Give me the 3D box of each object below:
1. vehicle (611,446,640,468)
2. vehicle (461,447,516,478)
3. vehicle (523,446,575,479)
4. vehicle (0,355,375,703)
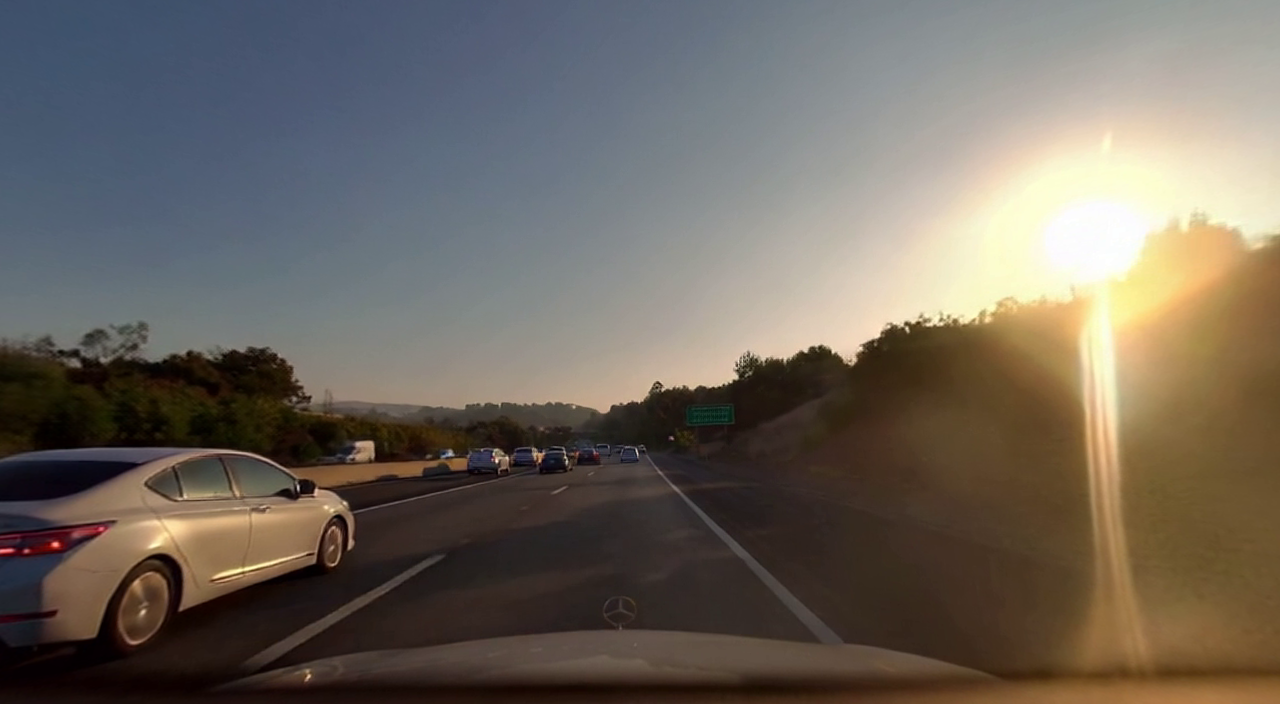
[{"bbox_3d":[-1.057,7.643,45.629,2.023,1.479,3.718,0,-9,0],"label":"vehicle"},{"bbox_3d":[-7.927,5.782,33.125,1.936,1.516,3.904,0,-9,-1],"label":"vehicle"},{"bbox_3d":[-4.343,5.351,30.540,1.988,1.477,4.118,0,-9,-1],"label":"vehicle"},{"bbox_3d":[-4.077,1.211,4.831,2.074,1.779,4.588,0,-9,-1],"label":"vehicle"}]
